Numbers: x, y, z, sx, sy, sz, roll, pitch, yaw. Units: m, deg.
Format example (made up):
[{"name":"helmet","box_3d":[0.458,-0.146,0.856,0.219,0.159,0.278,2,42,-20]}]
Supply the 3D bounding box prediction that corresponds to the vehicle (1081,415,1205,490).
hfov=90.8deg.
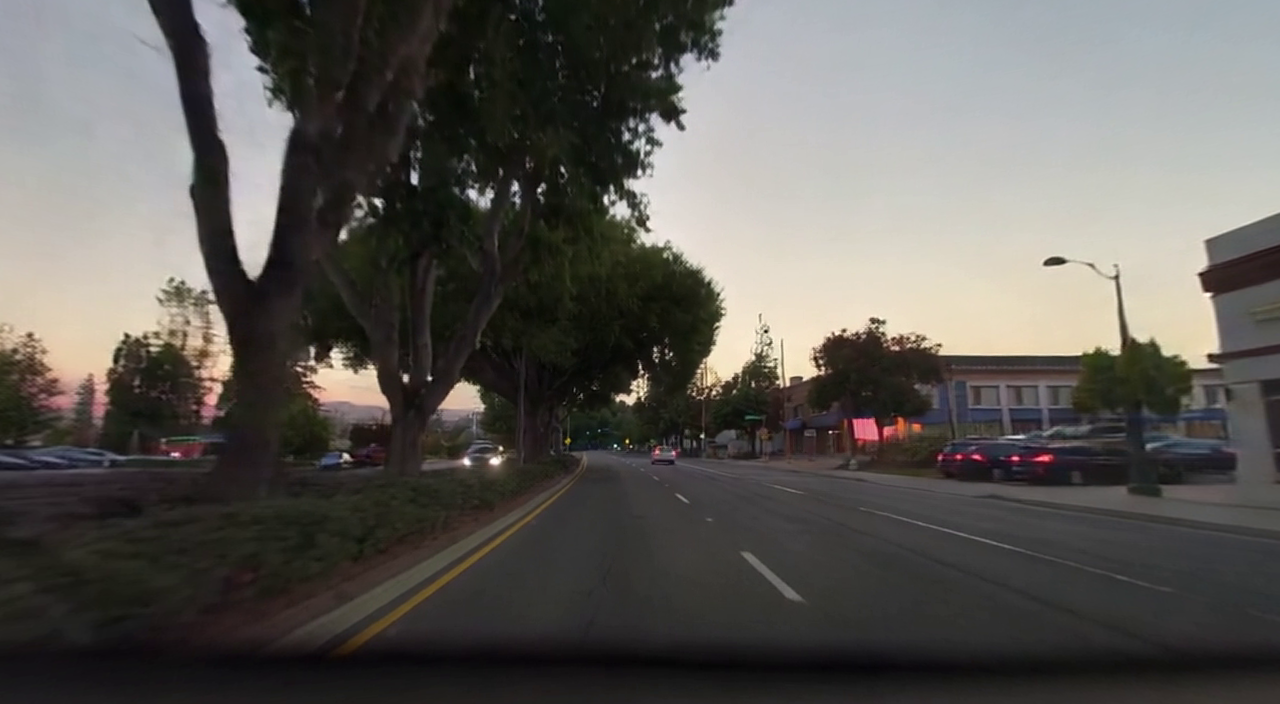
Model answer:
[{"name":"vehicle","box_3d":[18.762,3.677,23.446,2.727,2.396,5.918,-9,-12,44]}]

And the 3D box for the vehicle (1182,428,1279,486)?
[{"name":"vehicle","box_3d":[23.057,3.852,23.484,2.747,1.912,6.426,-5,-10,26]}]

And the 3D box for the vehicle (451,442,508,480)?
[{"name":"vehicle","box_3d":[-7.607,5.174,30.416,2.180,1.556,5.130,2,-7,-9]}]

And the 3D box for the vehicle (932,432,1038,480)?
[{"name":"vehicle","box_3d":[15.527,4.608,28.278,5.161,1.927,2.464,7,-12,-42]}]

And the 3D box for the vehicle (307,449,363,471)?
[{"name":"vehicle","box_3d":[-21.487,7.604,44.730,2.068,1.408,4.399,-1,-9,-5]}]

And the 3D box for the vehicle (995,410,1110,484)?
[{"name":"vehicle","box_3d":[16.699,3.804,25.444,5.908,2.641,2.303,8,-12,-43]}]

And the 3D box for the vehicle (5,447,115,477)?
[{"name":"vehicle","box_3d":[-31.299,5.949,34.199,3.952,1.462,1.857,2,-7,-5]}]

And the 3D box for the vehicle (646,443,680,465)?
[{"name":"vehicle","box_3d":[1.579,7.301,45.230,1.913,1.473,4.360,0,-9,-4]}]

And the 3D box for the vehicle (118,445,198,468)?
[{"name":"vehicle","box_3d":[-31.759,6.874,41.704,3.768,1.443,1.800,0,-8,-3]}]
